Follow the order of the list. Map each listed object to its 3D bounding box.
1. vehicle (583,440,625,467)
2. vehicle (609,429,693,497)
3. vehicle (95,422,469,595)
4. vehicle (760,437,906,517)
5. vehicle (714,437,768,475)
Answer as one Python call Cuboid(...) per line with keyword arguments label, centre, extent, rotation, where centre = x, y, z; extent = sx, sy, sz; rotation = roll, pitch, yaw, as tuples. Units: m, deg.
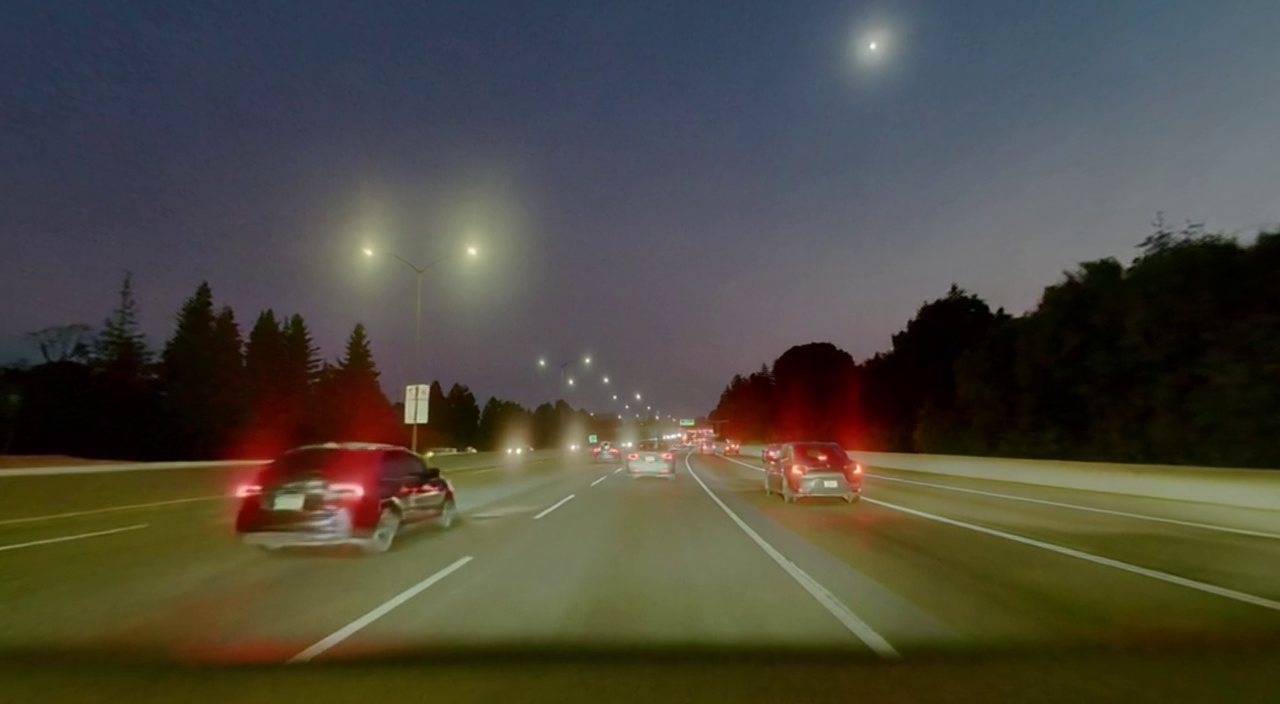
Cuboid(label="vehicle", centre=(-2.274, 6.661, 41.459), extent=(2.128, 1.627, 4.697), rotation=(0, -9, 4))
Cuboid(label="vehicle", centre=(0.336, 3.186, 18.397), extent=(2.181, 1.728, 3.970), rotation=(0, -9, 1))
Cuboid(label="vehicle", centre=(-3.752, 1.703, 7.716), extent=(2.012, 1.495, 4.169), rotation=(0, -9, 2))
Cuboid(label="vehicle", centre=(4.148, 2.764, 14.407), extent=(1.999, 1.514, 4.338), rotation=(0, -9, 0))
Cuboid(label="vehicle", centre=(4.950, 5.176, 31.529), extent=(2.063, 1.710, 4.591), rotation=(0, -9, 2))
